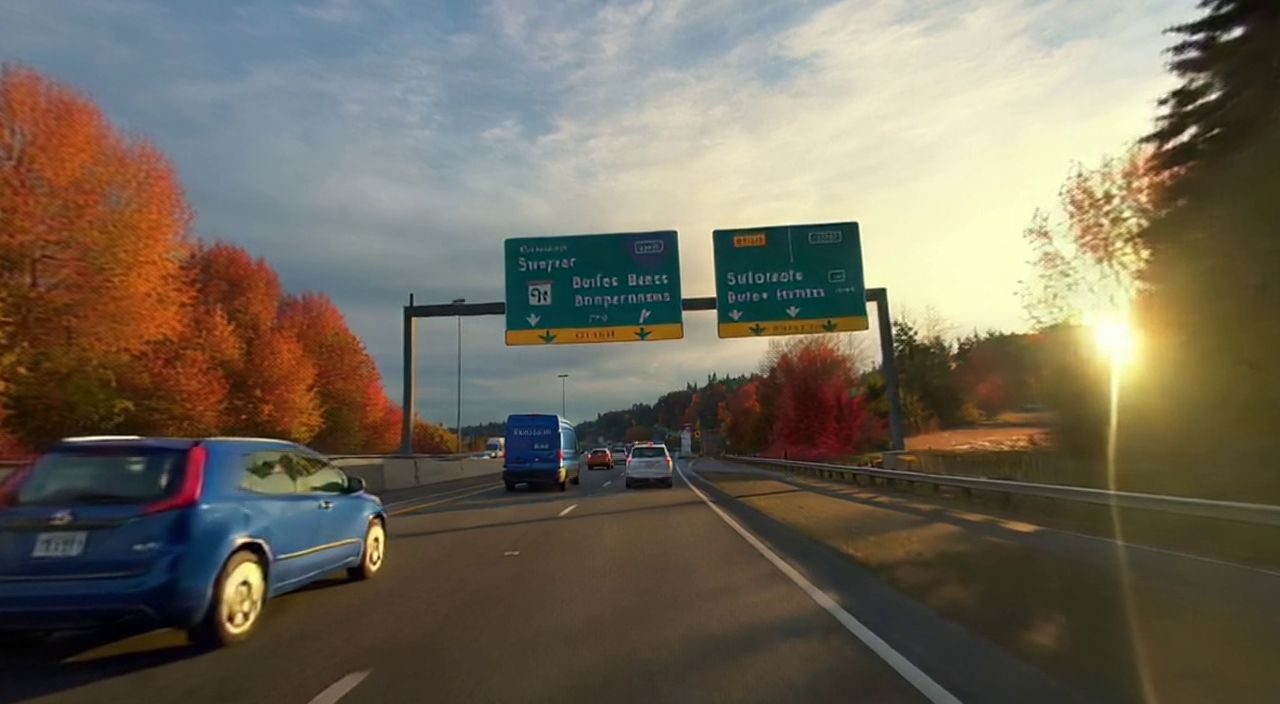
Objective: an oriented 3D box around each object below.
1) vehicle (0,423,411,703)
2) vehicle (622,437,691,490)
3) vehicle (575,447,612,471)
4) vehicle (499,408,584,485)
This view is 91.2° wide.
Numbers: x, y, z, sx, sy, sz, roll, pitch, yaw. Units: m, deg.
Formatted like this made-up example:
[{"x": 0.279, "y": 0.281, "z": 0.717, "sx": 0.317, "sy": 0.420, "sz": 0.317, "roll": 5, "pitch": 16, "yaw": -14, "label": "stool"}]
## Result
[{"x": -3.746, "y": 1.446, "z": 5.424, "sx": 1.977, "sy": 1.485, "sz": 3.973, "roll": 0, "pitch": -9, "yaw": 1, "label": "vehicle"}, {"x": 0.545, "y": 3.887, "z": 22.090, "sx": 2.195, "sy": 1.679, "sz": 4.070, "roll": 0, "pitch": -9, "yaw": 1, "label": "vehicle"}, {"x": -3.065, "y": 7.156, "z": 42.156, "sx": 2.015, "sy": 1.496, "sz": 4.312, "roll": 0, "pitch": -9, "yaw": 1, "label": "vehicle"}, {"x": -3.726, "y": 3.765, "z": 25.002, "sx": 2.275, "sy": 2.692, "sz": 5.810, "roll": 0, "pitch": -9, "yaw": 1, "label": "vehicle"}]
